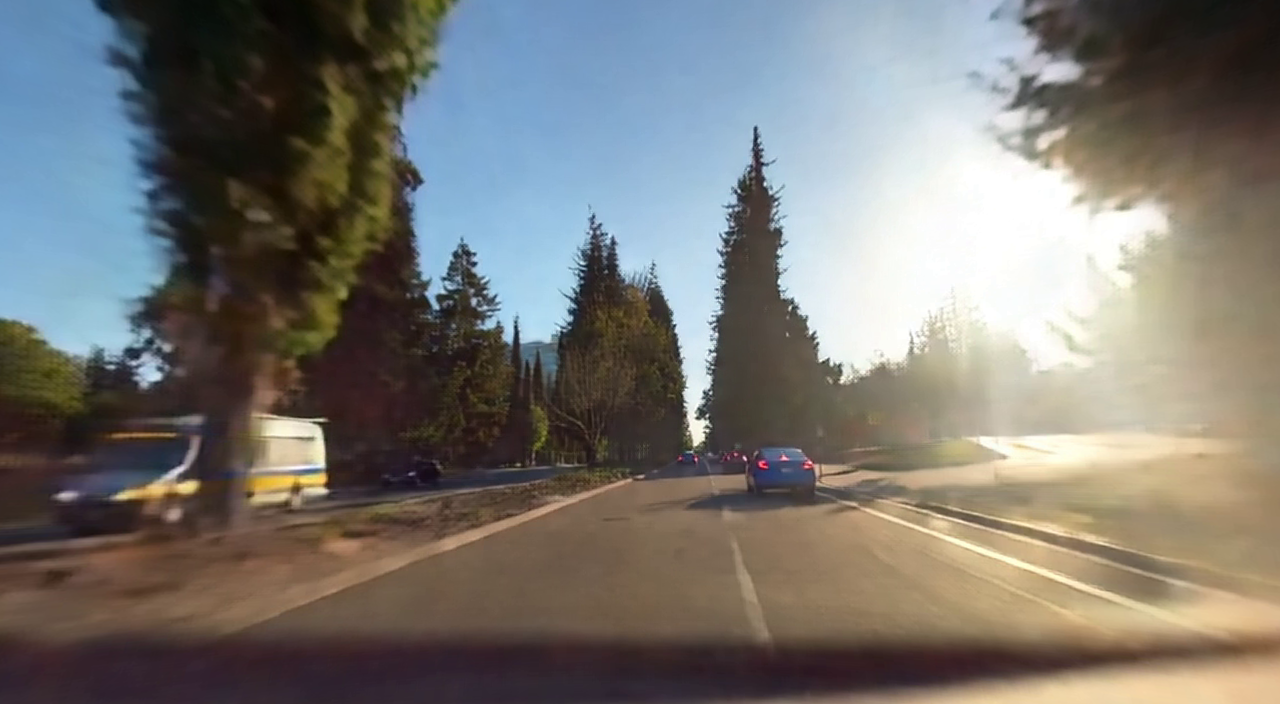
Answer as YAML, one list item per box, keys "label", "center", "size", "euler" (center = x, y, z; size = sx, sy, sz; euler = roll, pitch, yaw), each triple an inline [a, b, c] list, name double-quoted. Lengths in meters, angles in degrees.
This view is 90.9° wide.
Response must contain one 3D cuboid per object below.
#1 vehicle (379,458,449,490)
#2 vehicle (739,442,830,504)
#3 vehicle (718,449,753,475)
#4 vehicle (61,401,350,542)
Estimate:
- label: "vehicle"
  center: [-12.191, 6.583, 34.312]
  size: [1.874, 1.521, 4.244]
  euler: [-1, -9, 6]
- label: "vehicle"
  center: [4.208, 3.561, 19.083]
  size: [2.052, 1.639, 4.123]
  euler: [-1, -9, 4]
- label: "vehicle"
  center: [6.540, 7.524, 43.380]
  size: [2.110, 1.666, 3.912]
  euler: [-1, -9, 5]
- label: "vehicle"
  center: [-10.367, 2.922, 16.069]
  size: [2.661, 2.737, 6.092]
  euler: [-4, -9, 6]
